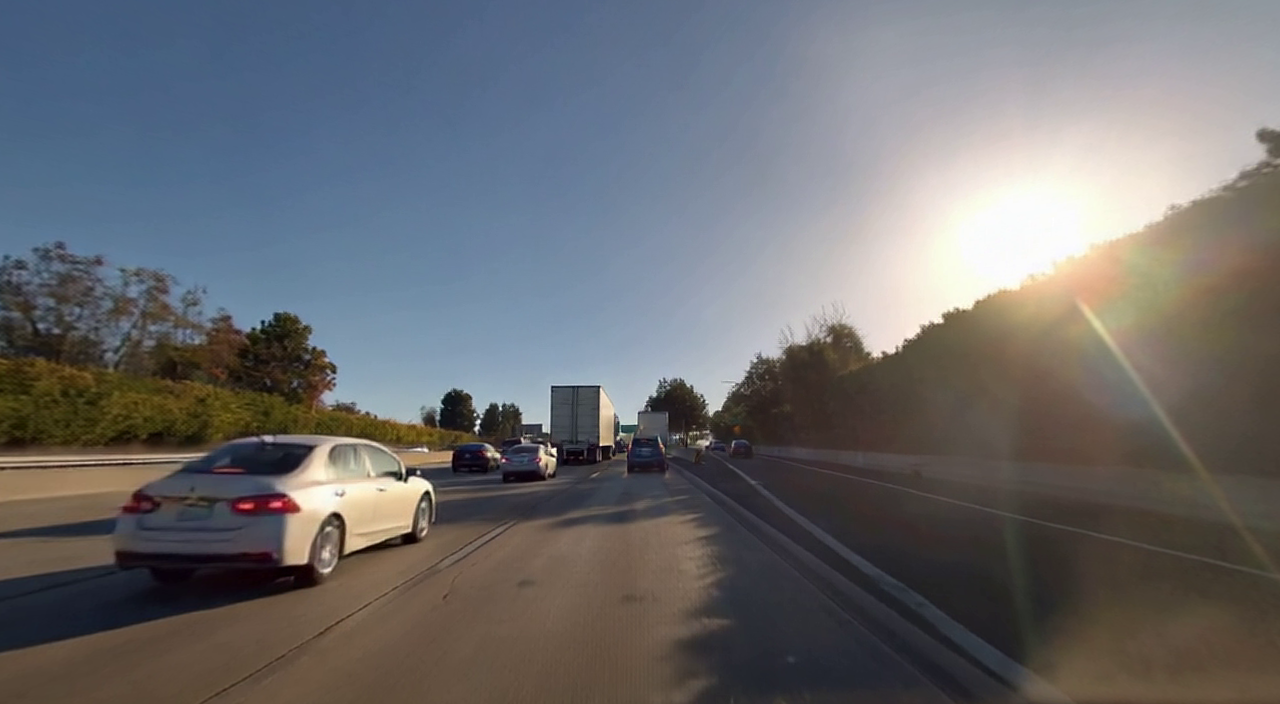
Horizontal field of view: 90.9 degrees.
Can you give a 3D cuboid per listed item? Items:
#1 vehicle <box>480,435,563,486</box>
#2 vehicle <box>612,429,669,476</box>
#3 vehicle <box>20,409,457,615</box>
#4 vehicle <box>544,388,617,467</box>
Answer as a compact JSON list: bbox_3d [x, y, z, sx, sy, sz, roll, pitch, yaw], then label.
[{"bbox_3d":[-4.046,3.788,22.259,2.124,1.627,3.863,0,-9,1],"label":"vehicle"},{"bbox_3d":[0.038,4.375,27.520,2.325,1.864,4.128,0,-9,0],"label":"vehicle"},{"bbox_3d":[-3.779,1.577,7.220,1.866,1.568,4.603,0,-9,2],"label":"vehicle"},{"bbox_3d":[-3.669,5.628,44.178,3.348,4.469,16.443,0,-9,1],"label":"vehicle"}]
